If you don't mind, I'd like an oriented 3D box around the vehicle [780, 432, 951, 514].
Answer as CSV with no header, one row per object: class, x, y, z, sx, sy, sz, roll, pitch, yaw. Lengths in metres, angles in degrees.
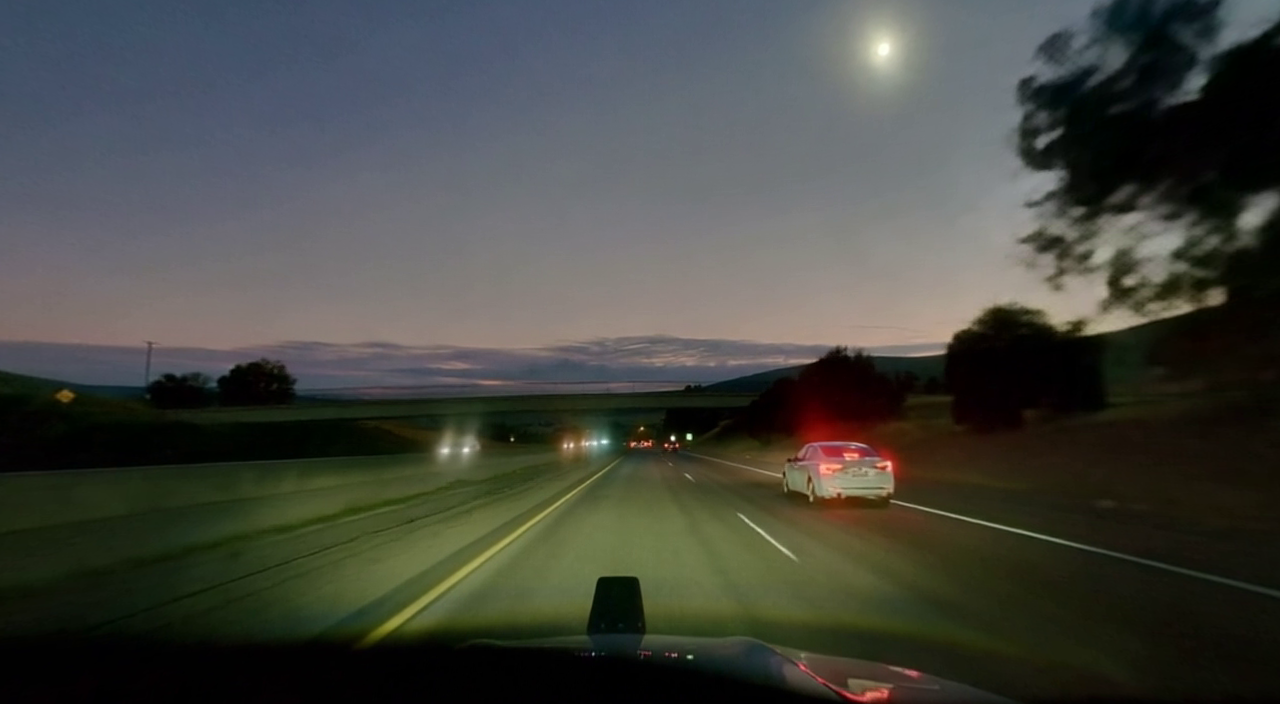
vehicle,4.695,2.591,14.057,2.027,1.487,4.718,0,-8,-1
